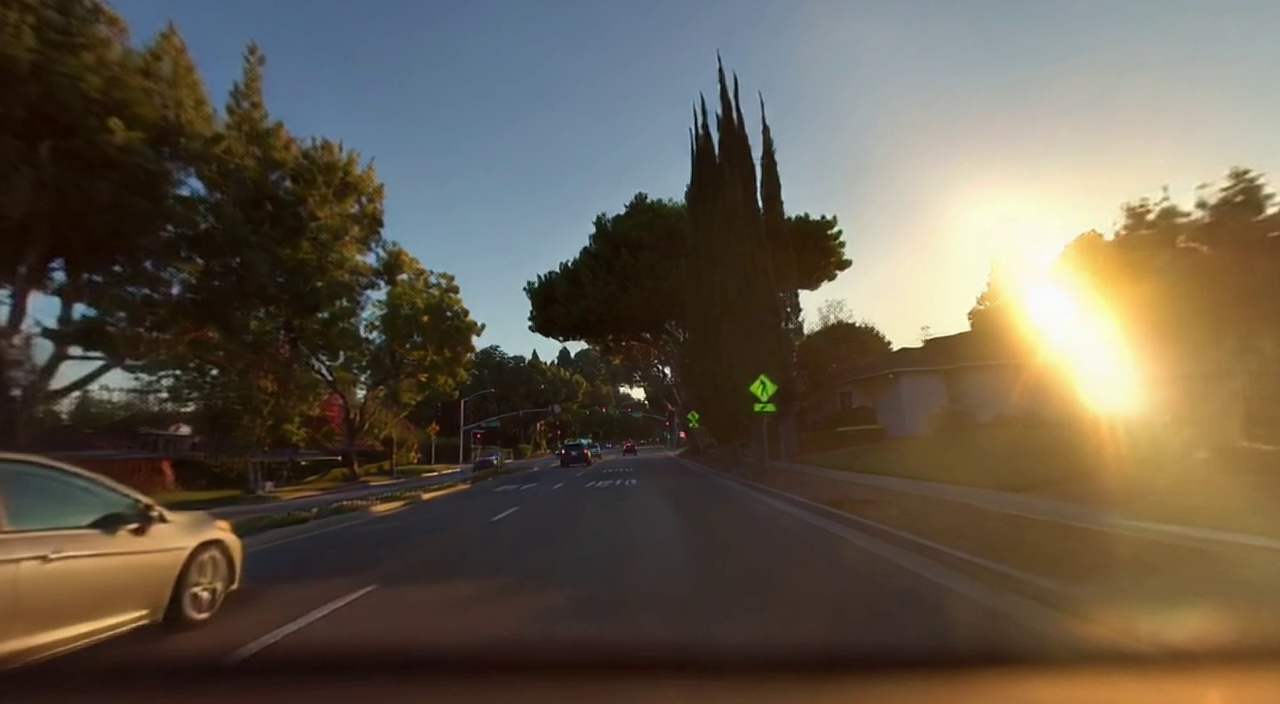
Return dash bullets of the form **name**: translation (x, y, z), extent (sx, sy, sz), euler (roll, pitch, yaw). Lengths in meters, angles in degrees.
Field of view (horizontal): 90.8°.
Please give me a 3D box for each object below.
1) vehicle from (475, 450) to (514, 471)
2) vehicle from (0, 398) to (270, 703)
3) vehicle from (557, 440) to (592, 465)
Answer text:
- **vehicle**: translation (-11.245, 8.412, 49.179), extent (2.032, 1.493, 4.761), euler (0, -8, -1)
- **vehicle**: translation (-4.590, 1.136, 3.557), extent (2.169, 1.706, 4.638), euler (0, -8, 0)
- **vehicle**: translation (-4.712, 7.276, 46.006), extent (2.065, 1.714, 4.272), euler (0, -8, 1)
